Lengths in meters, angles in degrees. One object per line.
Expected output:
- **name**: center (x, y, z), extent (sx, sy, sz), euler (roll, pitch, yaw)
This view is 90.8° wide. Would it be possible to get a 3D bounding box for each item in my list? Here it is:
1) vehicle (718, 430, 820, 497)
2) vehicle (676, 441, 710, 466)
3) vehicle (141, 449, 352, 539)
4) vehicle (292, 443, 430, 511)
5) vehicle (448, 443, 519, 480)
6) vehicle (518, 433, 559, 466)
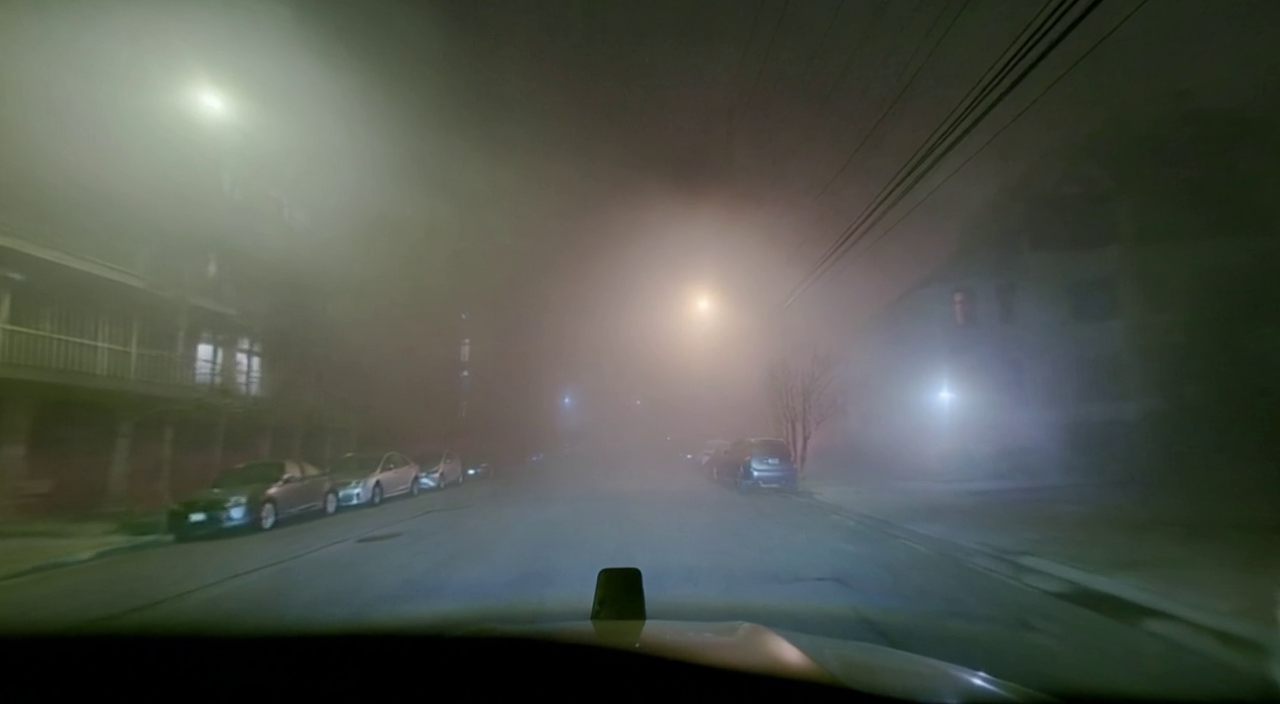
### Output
- **vehicle**: center (3.609, 3.215, 18.591), extent (2.095, 1.694, 4.592), euler (-1, -8, 1)
- **vehicle**: center (3.655, 7.059, 44.226), extent (1.925, 1.634, 4.419), euler (0, -8, 0)
- **vehicle**: center (-7.636, 2.726, 12.832), extent (1.873, 1.437, 4.068), euler (-1, -8, -4)
- **vehicle**: center (-7.777, 3.541, 18.222), extent (1.917, 1.618, 4.825), euler (-1, -10, -2)
- **vehicle**: center (-7.456, 5.226, 30.608), extent (2.145, 1.488, 4.646), euler (-2, -8, 1)
- **vehicle**: center (-7.725, 7.500, 48.774), extent (2.351, 2.251, 5.856), euler (-2, -8, -2)
